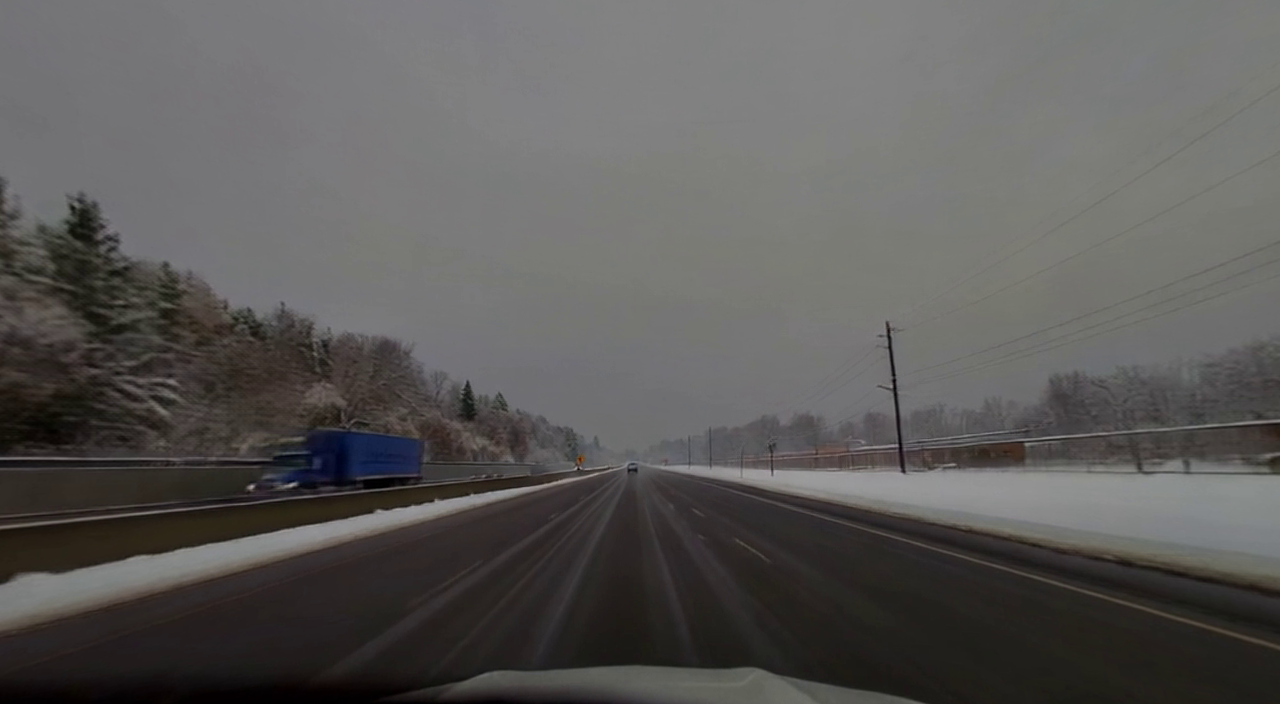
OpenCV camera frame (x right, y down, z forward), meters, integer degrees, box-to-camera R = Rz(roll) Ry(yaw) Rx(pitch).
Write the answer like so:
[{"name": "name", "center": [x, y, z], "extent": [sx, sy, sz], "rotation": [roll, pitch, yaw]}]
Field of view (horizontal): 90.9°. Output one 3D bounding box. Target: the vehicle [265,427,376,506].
[{"name": "vehicle", "center": [-17.729, 6.445, 35.546], "extent": [2.973, 3.985, 5.829], "rotation": [1, -10, 0]}]
